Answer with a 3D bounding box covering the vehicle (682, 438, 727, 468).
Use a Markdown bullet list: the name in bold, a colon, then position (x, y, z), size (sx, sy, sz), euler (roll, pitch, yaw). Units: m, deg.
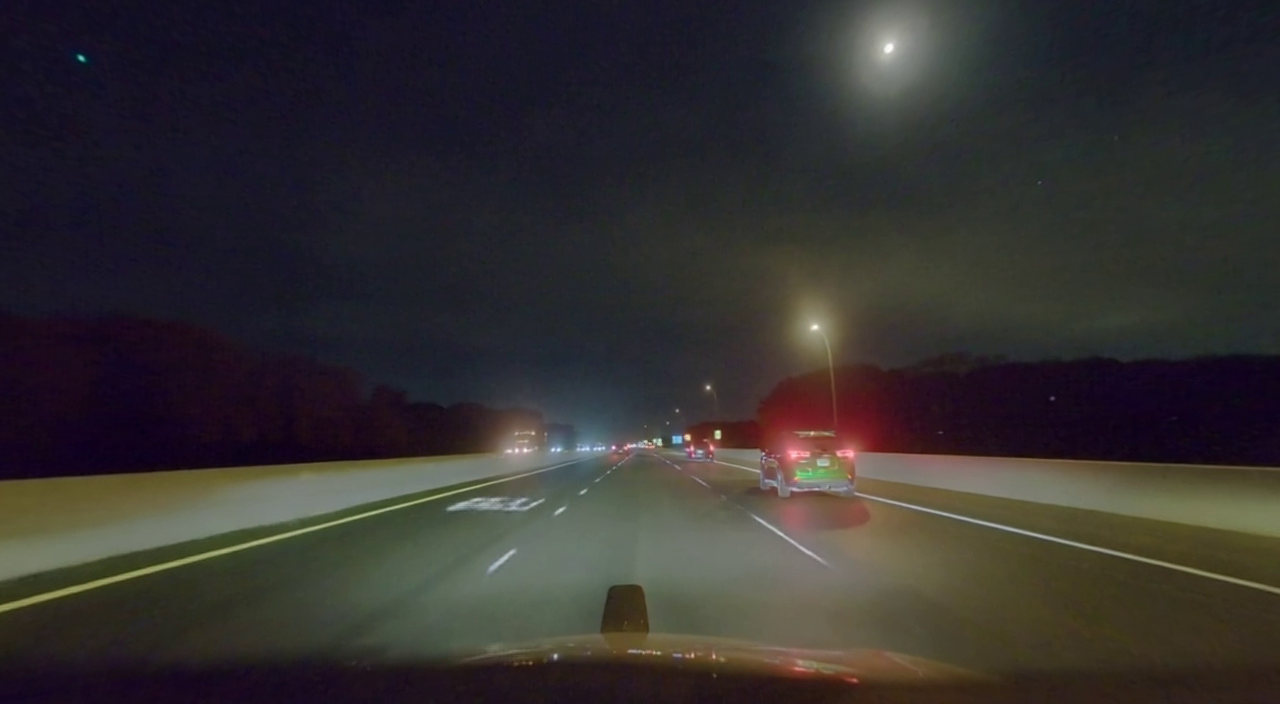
- **vehicle**: position (3.696, 5.899, 36.819), size (2.202, 1.682, 4.188), euler (0, -8, 0)
